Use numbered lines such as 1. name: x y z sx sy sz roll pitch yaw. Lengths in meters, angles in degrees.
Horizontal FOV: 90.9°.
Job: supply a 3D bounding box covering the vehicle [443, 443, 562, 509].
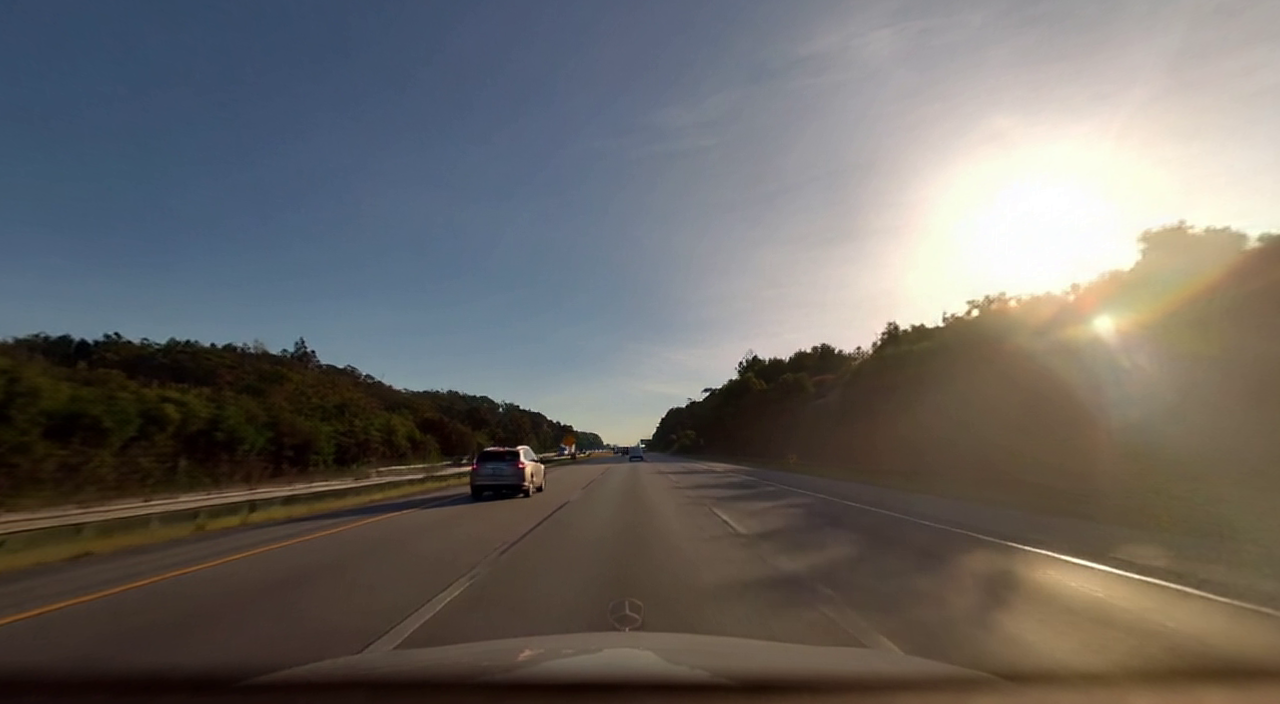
1. vehicle: -3.424 3.202 16.715 2.054 1.475 4.708 0 -9 0
